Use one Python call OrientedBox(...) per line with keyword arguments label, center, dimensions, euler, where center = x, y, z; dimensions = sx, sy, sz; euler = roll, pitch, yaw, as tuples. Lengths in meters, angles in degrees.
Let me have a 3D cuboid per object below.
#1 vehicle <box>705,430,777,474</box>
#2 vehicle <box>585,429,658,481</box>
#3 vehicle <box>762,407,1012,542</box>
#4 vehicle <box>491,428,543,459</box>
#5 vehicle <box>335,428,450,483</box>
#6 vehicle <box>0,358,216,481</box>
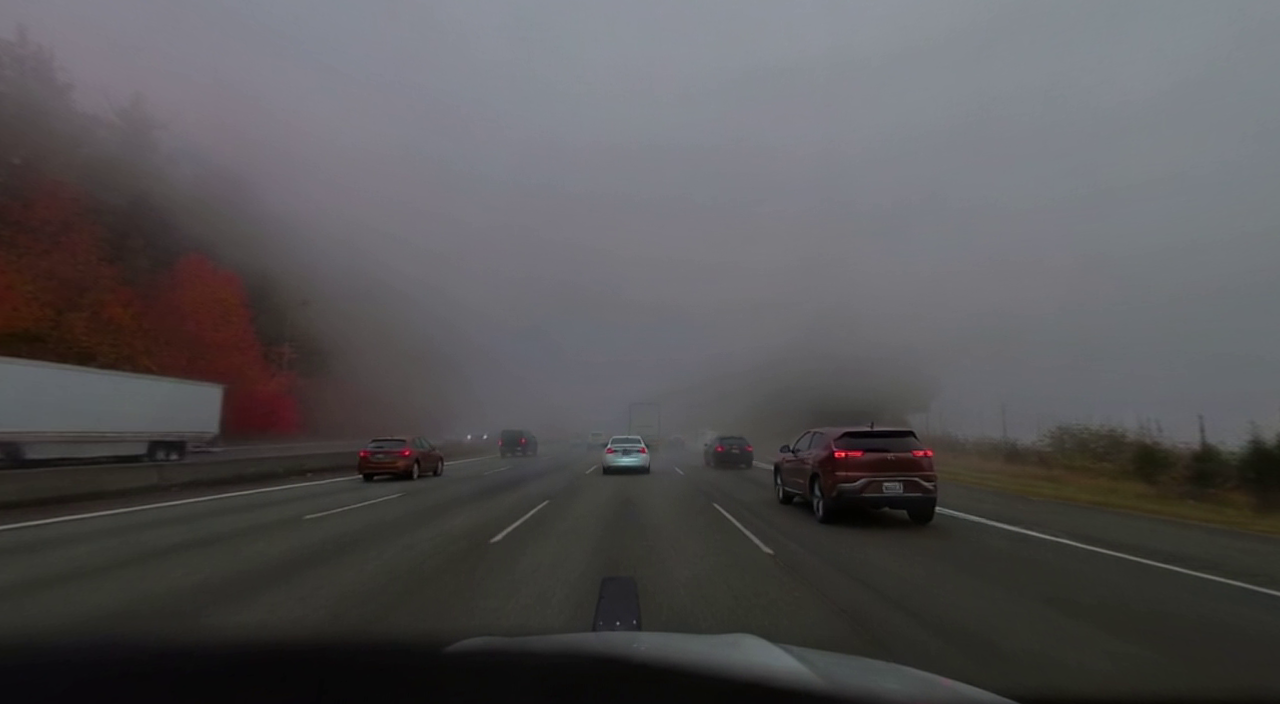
OrientedBox(label="vehicle", center=(3.742, 3.767, 24.088), dimensions=(1.972, 1.516, 4.514), euler=(0, -8, 0))
OrientedBox(label="vehicle", center=(-0.575, 3.274, 20.414), dimensions=(2.111, 1.494, 4.364), euler=(0, -8, -1))
OrientedBox(label="vehicle", center=(3.480, 1.797, 9.963), dimensions=(2.095, 1.650, 4.331), euler=(0, -8, -1))
OrientedBox(label="vehicle", center=(-7.414, 5.561, 38.413), dimensions=(2.117, 1.779, 4.745), euler=(0, -8, 1))
OrientedBox(label="vehicle", center=(-7.576, 3.195, 19.724), dimensions=(1.934, 1.526, 3.966), euler=(0, -8, 1))
OrientedBox(label="vehicle", center=(-22.862, 2.736, 24.507), dimensions=(2.873, 4.084, 13.906), euler=(0, -8, 1))
